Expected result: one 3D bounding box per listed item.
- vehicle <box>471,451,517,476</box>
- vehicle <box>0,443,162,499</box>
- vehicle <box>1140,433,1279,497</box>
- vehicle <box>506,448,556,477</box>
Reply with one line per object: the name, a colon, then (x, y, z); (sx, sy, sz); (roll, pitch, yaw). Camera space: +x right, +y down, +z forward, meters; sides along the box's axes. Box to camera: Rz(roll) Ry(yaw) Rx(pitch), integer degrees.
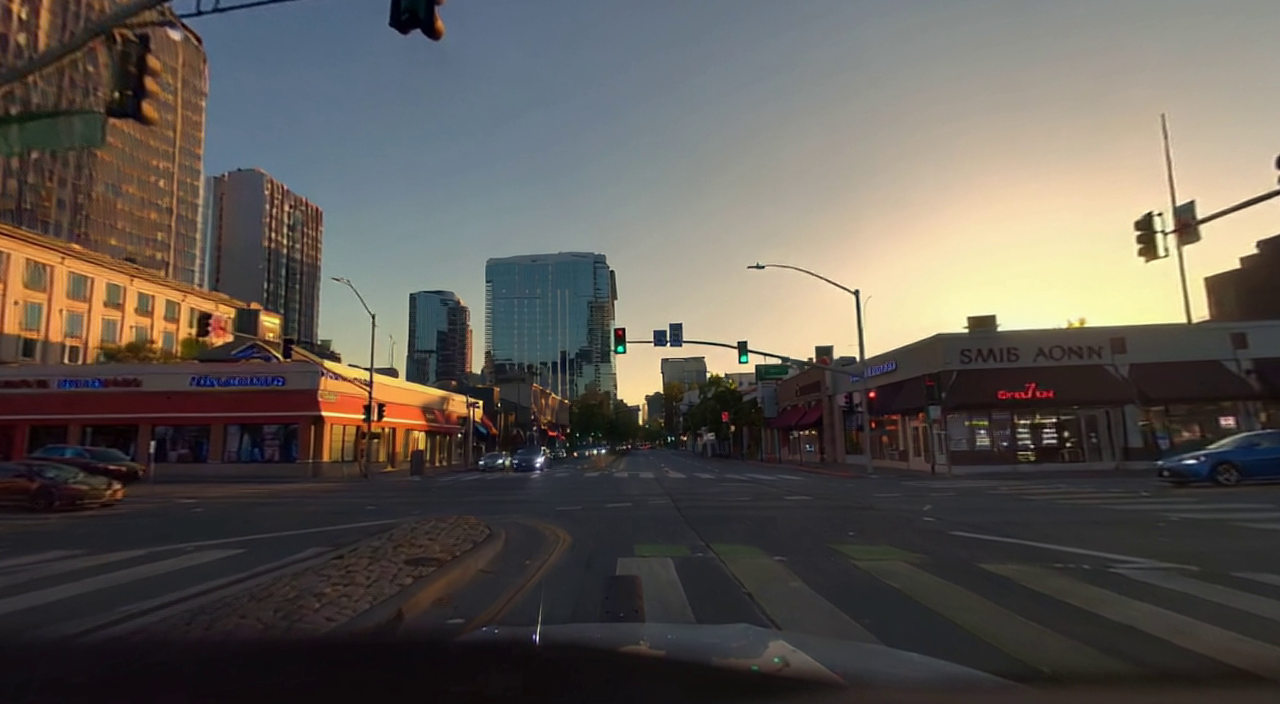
vehicle: (-9.771, 7.476, 42.544); (2.106, 1.505, 4.228); (0, -9, 0)
vehicle: (-21.102, 4.365, 23.511); (5.161, 1.910, 2.275); (-2, -9, 11)
vehicle: (15.463, 2.724, 15.425); (4.651, 1.463, 1.880); (-2, -9, 9)
vehicle: (-6.705, 6.836, 39.451); (2.181, 1.703, 4.512); (-1, -9, 2)
